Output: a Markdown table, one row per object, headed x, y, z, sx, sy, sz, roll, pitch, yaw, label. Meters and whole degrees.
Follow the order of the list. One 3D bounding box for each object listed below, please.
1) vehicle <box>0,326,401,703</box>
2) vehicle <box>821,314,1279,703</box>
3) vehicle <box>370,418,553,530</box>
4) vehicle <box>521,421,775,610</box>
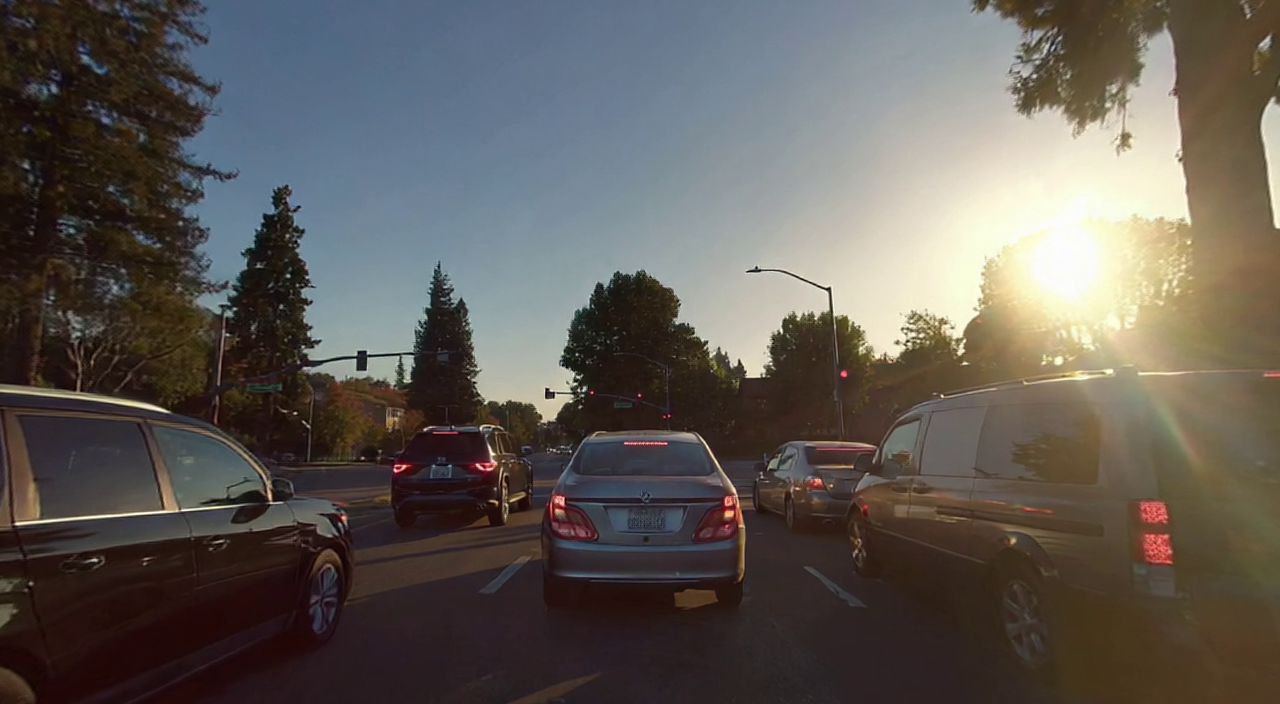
| x | y | z | sx | sy | sz | roll | pitch | yaw | label |
| --- | --- | --- | --- | --- | --- | --- | --- | --- | --- |
| -3.121 | 0.958 | 3.295 | 1.982 | 1.721 | 4.261 | 0 | -8 | 1 | vehicle |
| 3.220 | 1.105 | 4.738 | 2.141 | 1.833 | 4.704 | 0 | -8 | -2 | vehicle |
| -3.183 | 2.298 | 12.445 | 2.117 | 1.772 | 4.619 | 0 | -8 | 2 | vehicle |
| 0.025 | 1.600 | 7.072 | 2.021 | 1.490 | 3.948 | 0 | -8 | -1 | vehicle |
